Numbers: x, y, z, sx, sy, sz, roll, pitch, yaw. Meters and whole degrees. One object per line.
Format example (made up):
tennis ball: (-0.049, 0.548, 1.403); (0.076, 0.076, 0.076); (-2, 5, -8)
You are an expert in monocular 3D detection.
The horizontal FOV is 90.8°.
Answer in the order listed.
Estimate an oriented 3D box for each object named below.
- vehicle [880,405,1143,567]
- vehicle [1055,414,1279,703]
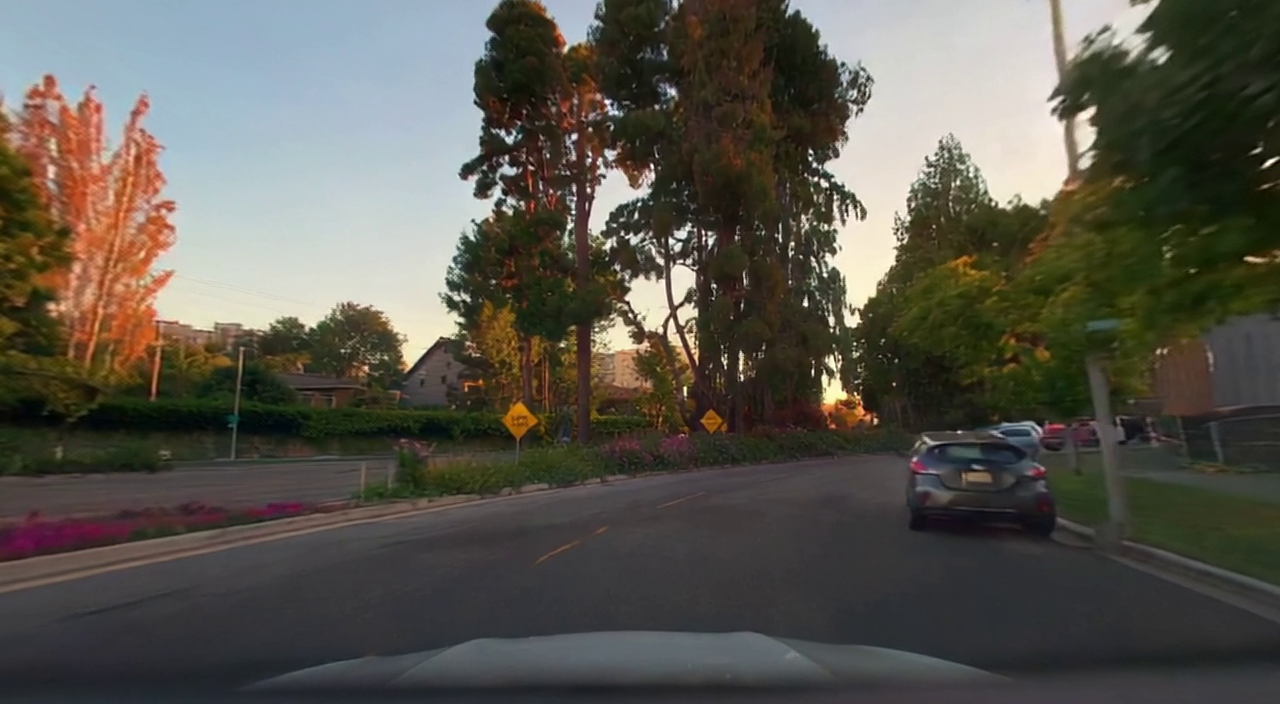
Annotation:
vehicle: (4.781, 1.744, 9.135); (2.195, 1.605, 5.134); (-3, -9, 19)
vehicle: (3.462, 0.856, 1.822); (1.877, 1.416, 4.604); (-1, -8, 7)
